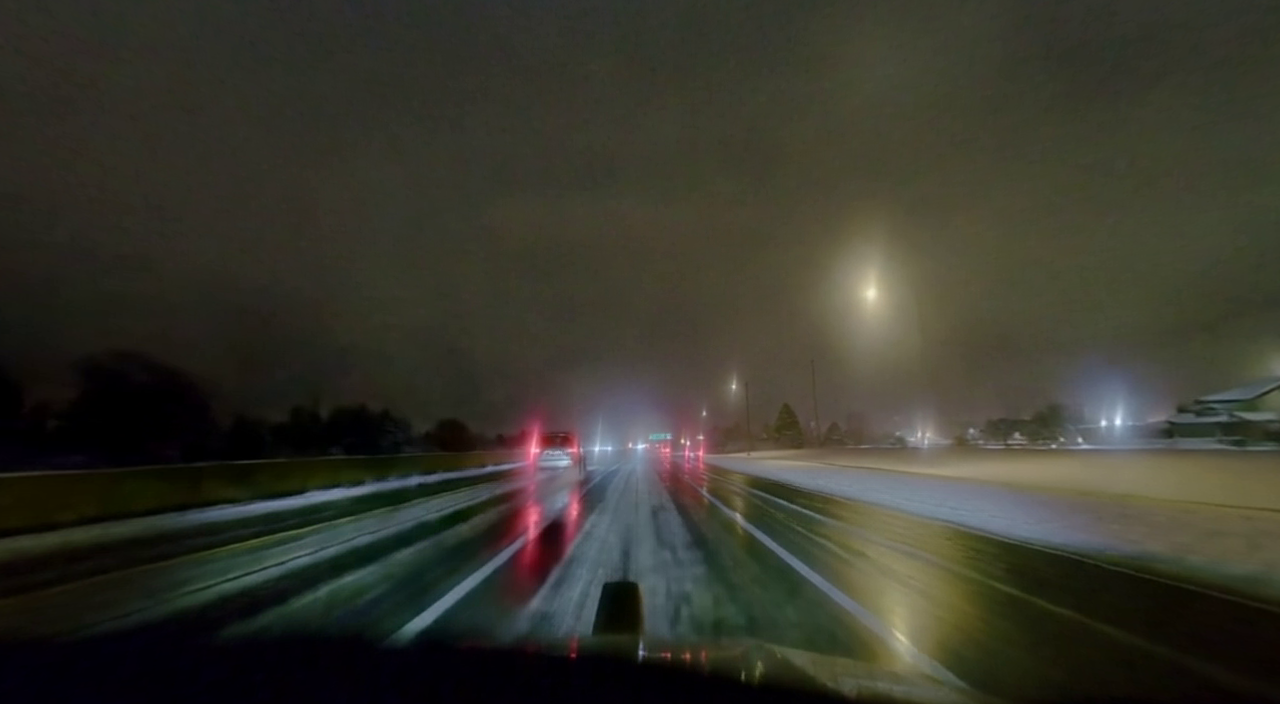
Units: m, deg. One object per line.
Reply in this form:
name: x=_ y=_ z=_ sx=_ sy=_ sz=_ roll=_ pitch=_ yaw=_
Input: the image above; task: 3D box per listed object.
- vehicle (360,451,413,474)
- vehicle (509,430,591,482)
vehicle: x=-18.635 y=8.095 z=46.432 sx=1.912 sy=1.534 sz=4.514 roll=0 pitch=-9 yaw=1
vehicle: x=-3.626 y=4.356 z=26.723 sx=2.431 sy=1.928 sz=5.760 roll=0 pitch=-9 yaw=2
